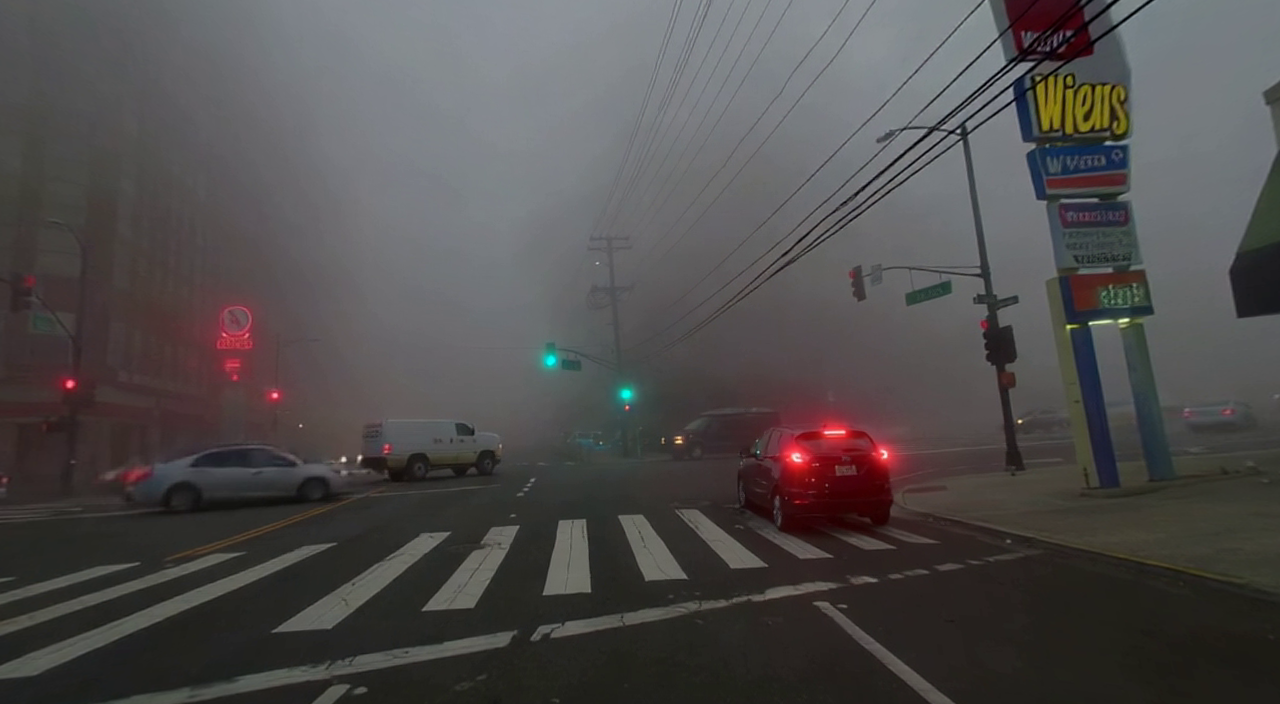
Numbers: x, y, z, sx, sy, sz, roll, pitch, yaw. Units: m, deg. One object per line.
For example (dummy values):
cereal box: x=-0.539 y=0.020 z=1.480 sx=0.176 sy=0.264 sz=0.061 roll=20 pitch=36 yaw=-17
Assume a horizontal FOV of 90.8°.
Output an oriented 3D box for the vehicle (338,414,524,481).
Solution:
vehicle: x=-6.788 y=3.196 z=21.224 sx=2.081 sy=1.938 sz=5.603 roll=-7 pitch=-11 yaw=39

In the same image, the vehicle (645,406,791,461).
vehicle: x=3.186 y=3.325 z=25.452 sx=5.588 sy=1.985 sz=2.374 roll=5 pitch=-10 yaw=-32

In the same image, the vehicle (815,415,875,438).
vehicle: x=16.043 y=5.834 z=49.438 sx=4.589 sy=1.730 sz=1.801 roll=4 pitch=-9 yaw=-31

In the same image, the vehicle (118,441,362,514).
vehicle: x=-8.994 y=2.800 z=14.625 sx=4.433 sy=1.453 sz=1.804 roll=4 pitch=-10 yaw=-29

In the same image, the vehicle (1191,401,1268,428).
vehicle: x=35.045 y=3.738 z=37.529 sx=4.499 sy=1.524 sz=1.784 roll=3 pitch=-8 yaw=-28

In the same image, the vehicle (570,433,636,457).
vehicle: x=-2.744 y=6.820 z=46.372 sx=4.591 sy=1.686 sz=1.816 roll=1 pitch=-9 yaw=-11
